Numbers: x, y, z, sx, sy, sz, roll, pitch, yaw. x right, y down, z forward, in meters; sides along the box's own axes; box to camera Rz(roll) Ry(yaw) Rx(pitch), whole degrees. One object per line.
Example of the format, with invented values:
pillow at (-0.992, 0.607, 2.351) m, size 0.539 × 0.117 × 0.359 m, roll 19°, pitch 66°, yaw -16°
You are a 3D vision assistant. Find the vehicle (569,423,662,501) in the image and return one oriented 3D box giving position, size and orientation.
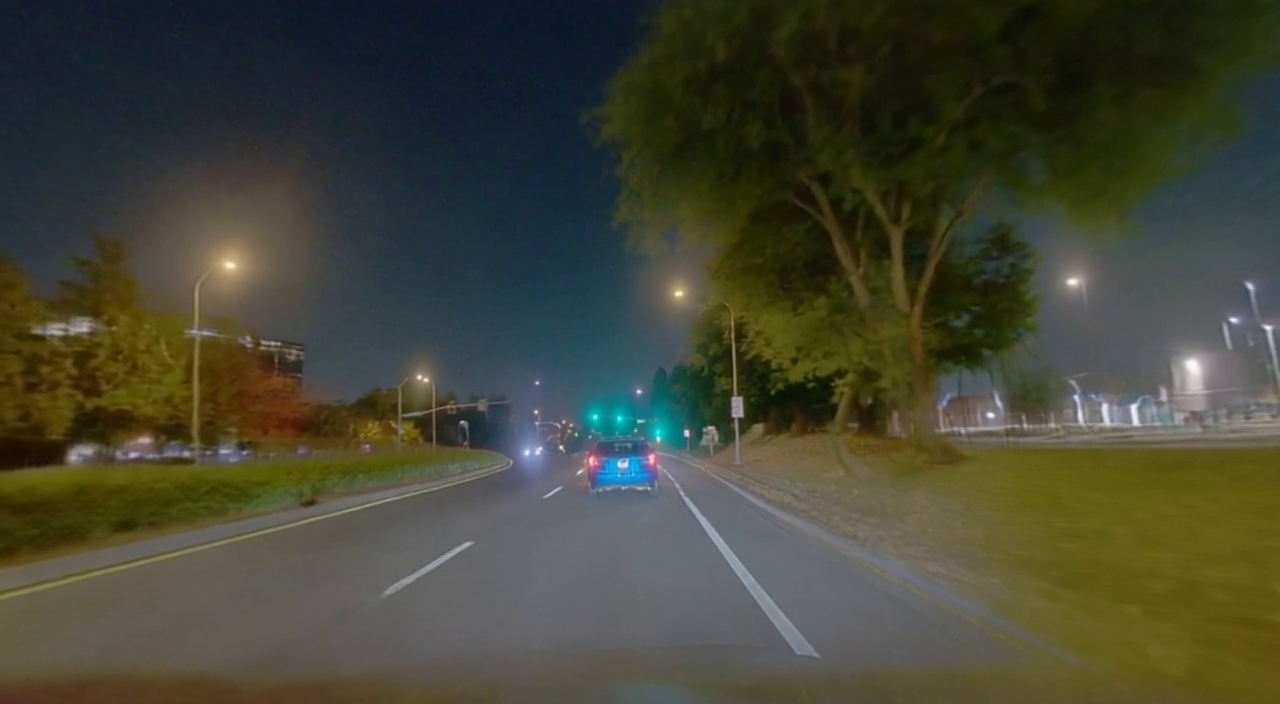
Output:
vehicle at (-0.591, 2.834, 16.703) m, size 2.131 × 1.761 × 4.242 m, roll 0°, pitch -8°, yaw -1°
